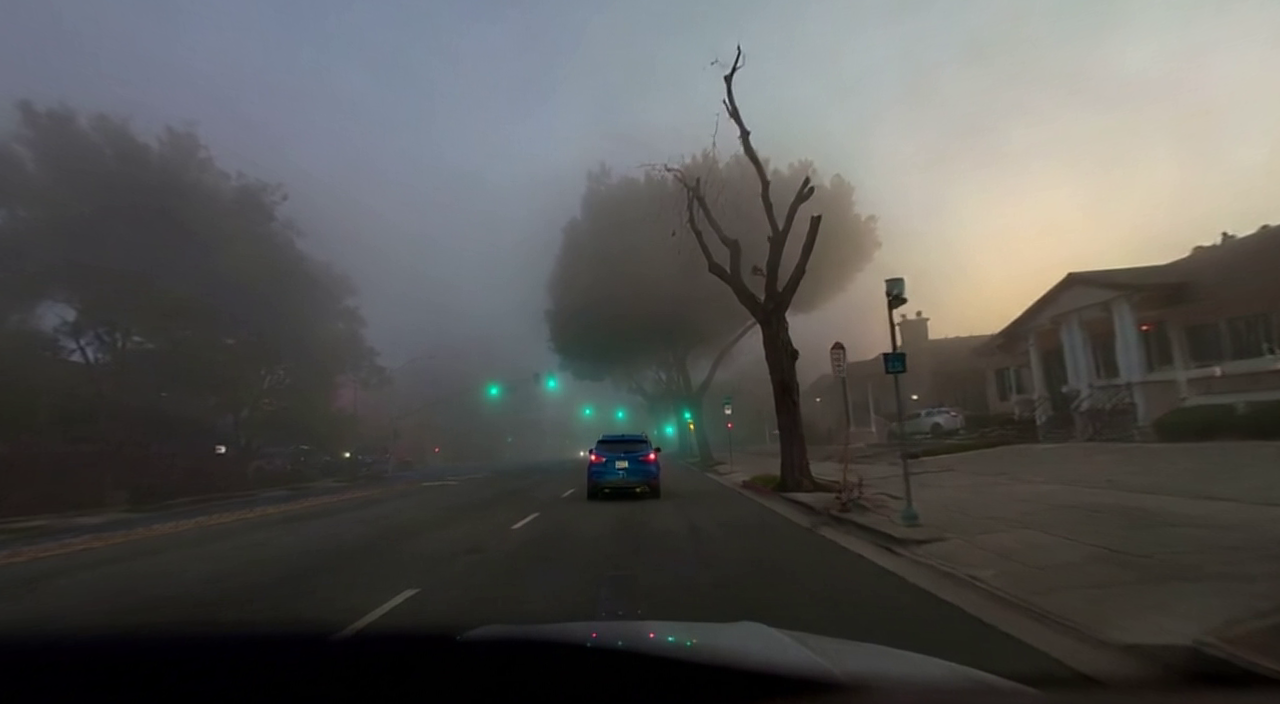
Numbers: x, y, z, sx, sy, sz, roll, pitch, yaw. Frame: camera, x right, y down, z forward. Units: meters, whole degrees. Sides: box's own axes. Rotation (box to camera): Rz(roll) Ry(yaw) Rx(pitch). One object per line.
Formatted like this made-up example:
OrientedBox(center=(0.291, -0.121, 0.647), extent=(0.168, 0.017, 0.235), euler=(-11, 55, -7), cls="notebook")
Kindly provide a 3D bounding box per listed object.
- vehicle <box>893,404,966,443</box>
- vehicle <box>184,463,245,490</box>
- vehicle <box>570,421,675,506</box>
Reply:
OrientedBox(center=(16.300, 4.133, 35.878), extent=(2.039, 1.990, 5.111), euler=(-1, -8, 4), cls="vehicle")
OrientedBox(center=(-28.628, 8.380, 42.635), extent=(1.771, 1.435, 4.144), euler=(-6, -9, -9), cls="vehicle")
OrientedBox(center=(-0.385, 2.564, 14.924), extent=(2.136, 1.703, 3.910), euler=(0, -8, -1), cls="vehicle")
